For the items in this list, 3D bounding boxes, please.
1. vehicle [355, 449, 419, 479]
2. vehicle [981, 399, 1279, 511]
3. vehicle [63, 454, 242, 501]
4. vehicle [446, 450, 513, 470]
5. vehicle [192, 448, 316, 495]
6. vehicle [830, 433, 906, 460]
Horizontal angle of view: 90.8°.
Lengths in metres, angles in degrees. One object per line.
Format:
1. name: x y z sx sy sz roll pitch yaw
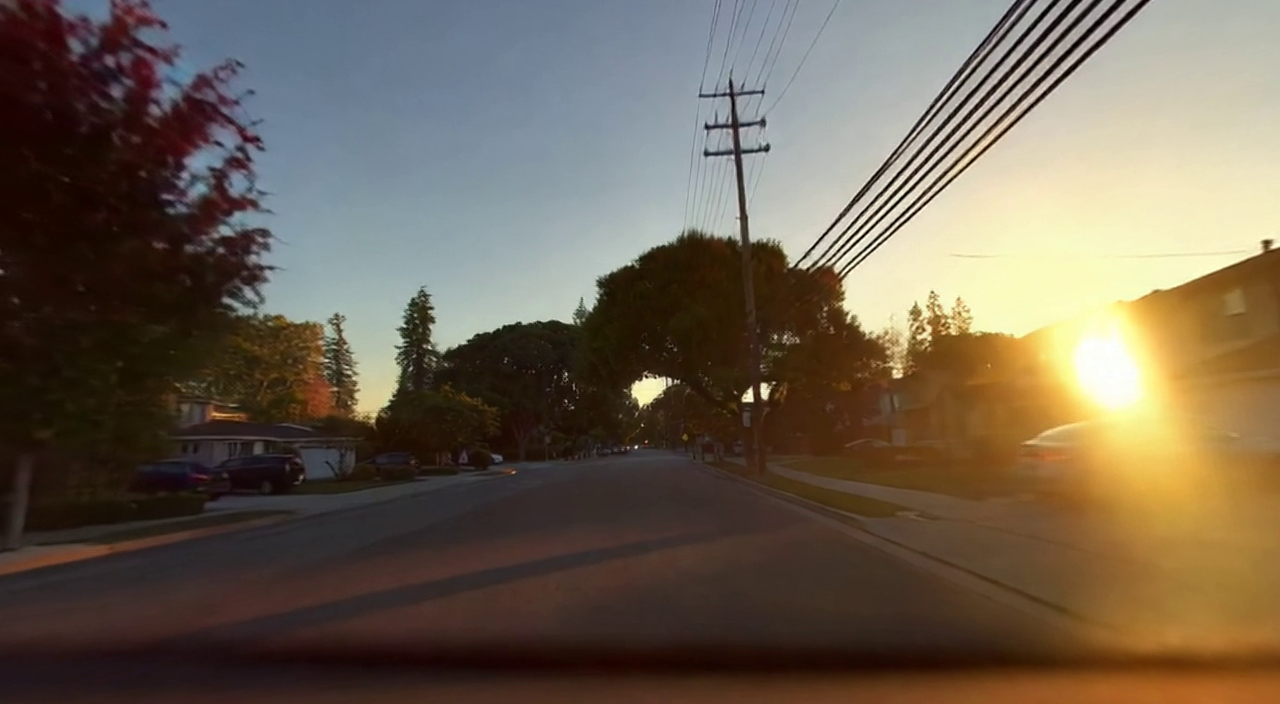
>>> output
1. vehicle: -15.184 6.698 38.158 1.816 1.614 4.866 0 -8 1
2. vehicle: 9.235 1.818 11.355 4.952 1.775 2.089 0 -8 -1
3. vehicle: -16.694 4.297 21.827 4.519 1.508 2.018 0 -8 2
4. vehicle: -12.570 8.466 49.547 4.718 1.454 1.843 -1 -8 6
5. vehicle: -15.489 4.792 25.404 4.265 1.583 1.913 -6 -8 18
6. vehicle: 14.570 6.046 40.547 4.078 1.516 1.798 -3 -8 2
